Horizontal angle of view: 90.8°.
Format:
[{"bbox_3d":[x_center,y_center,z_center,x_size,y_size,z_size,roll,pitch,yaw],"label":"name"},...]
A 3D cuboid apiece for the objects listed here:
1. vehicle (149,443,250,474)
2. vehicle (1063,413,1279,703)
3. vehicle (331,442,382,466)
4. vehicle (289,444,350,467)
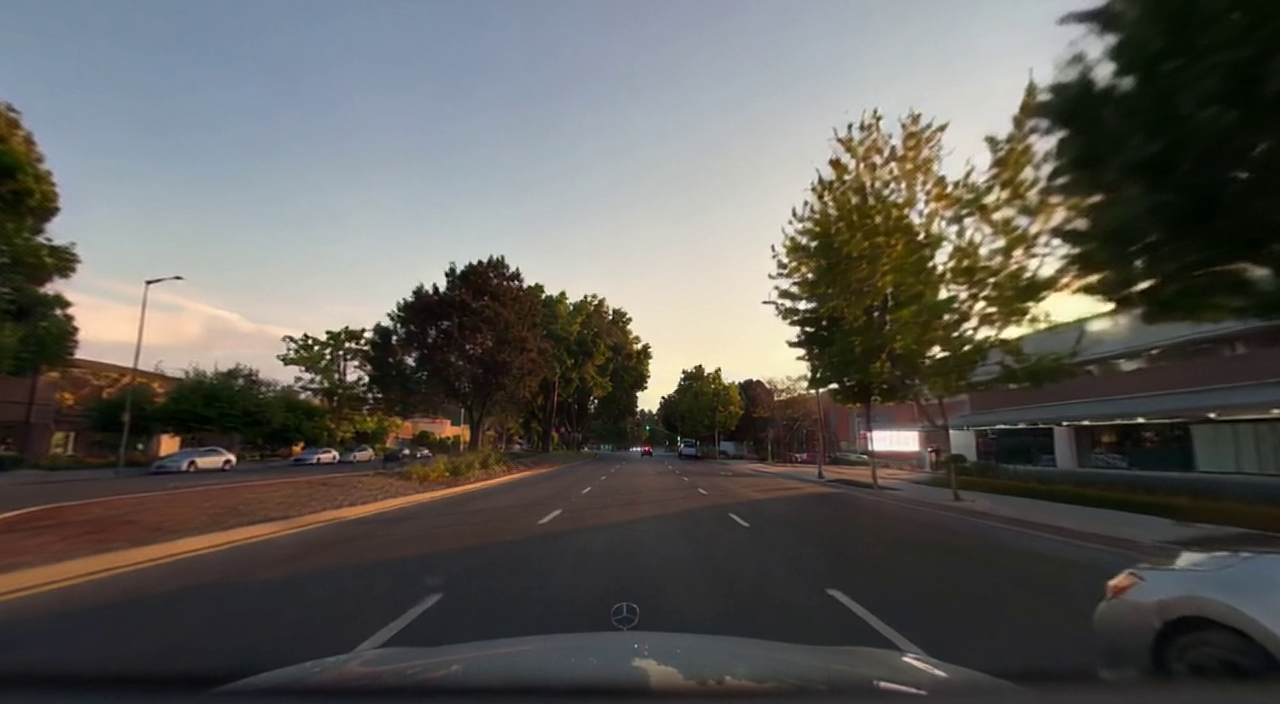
[{"bbox_3d":[-22.189,5.377,32.042,1.771,1.445,4.321,-1,-9,4],"label":"vehicle"},{"bbox_3d":[3.218,0.767,0.948,2.004,1.470,4.544,0,-9,0],"label":"vehicle"},{"bbox_3d":[-22.232,8.057,49.719,1.902,1.609,4.689,-6,-10,-1],"label":"vehicle"},{"bbox_3d":[-22.342,7.231,44.243,1.846,1.452,4.484,0,-9,1],"label":"vehicle"}]
